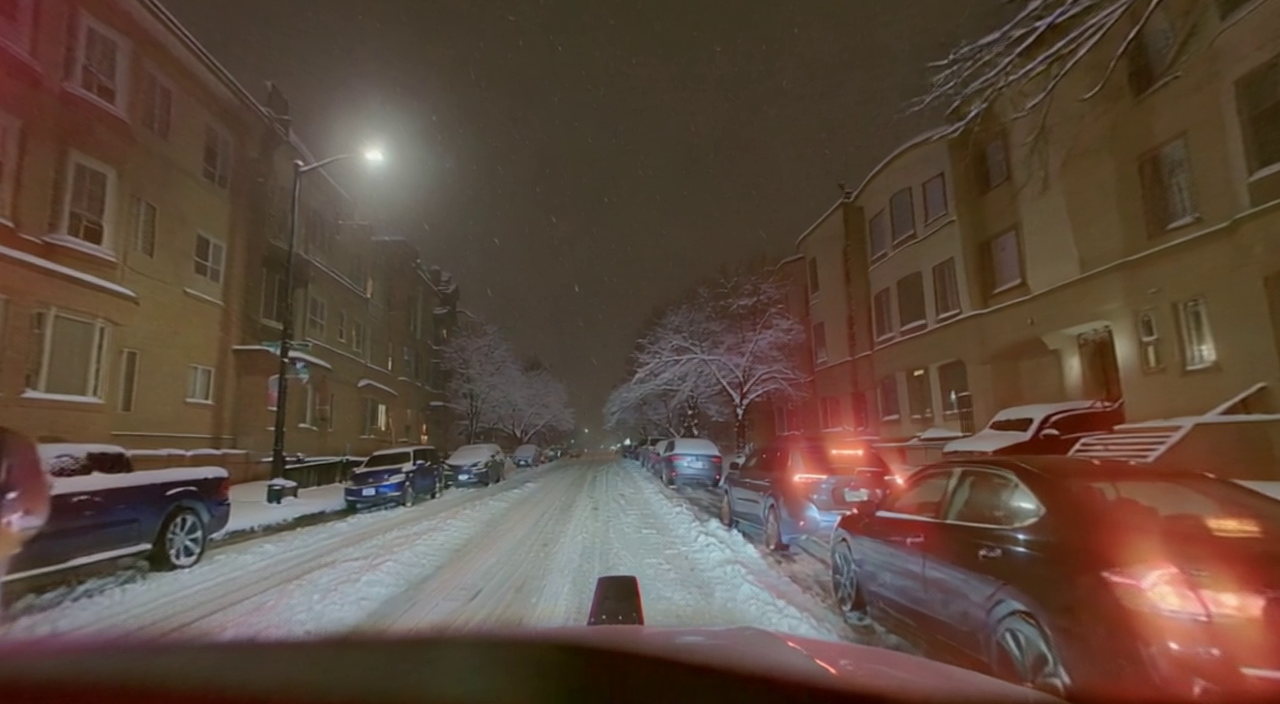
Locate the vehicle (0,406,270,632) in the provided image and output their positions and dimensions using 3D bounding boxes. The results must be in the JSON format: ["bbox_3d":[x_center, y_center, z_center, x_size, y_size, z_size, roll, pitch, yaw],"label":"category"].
[{"bbox_3d":[-6.591,1.636,6.409,2.308,1.877,6.060,-4,-8,-3],"label":"vehicle"}]

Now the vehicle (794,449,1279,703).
[{"bbox_3d":[2.387,1.262,3.708,1.720,1.333,4.233,0,-8,-3],"label":"vehicle"}]

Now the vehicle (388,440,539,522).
[{"bbox_3d":[-3.680,2.749,14.148,1.966,1.515,4.394,0,-8,2],"label":"vehicle"}]

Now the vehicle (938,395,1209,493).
[{"bbox_3d":[9.316,2.037,13.911,4.416,1.784,1.929,-3,-10,-1],"label":"vehicle"}]

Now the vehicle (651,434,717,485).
[{"bbox_3d":[1.501,3.898,23.204,1.878,1.664,4.033,1,-8,-4],"label":"vehicle"}]
